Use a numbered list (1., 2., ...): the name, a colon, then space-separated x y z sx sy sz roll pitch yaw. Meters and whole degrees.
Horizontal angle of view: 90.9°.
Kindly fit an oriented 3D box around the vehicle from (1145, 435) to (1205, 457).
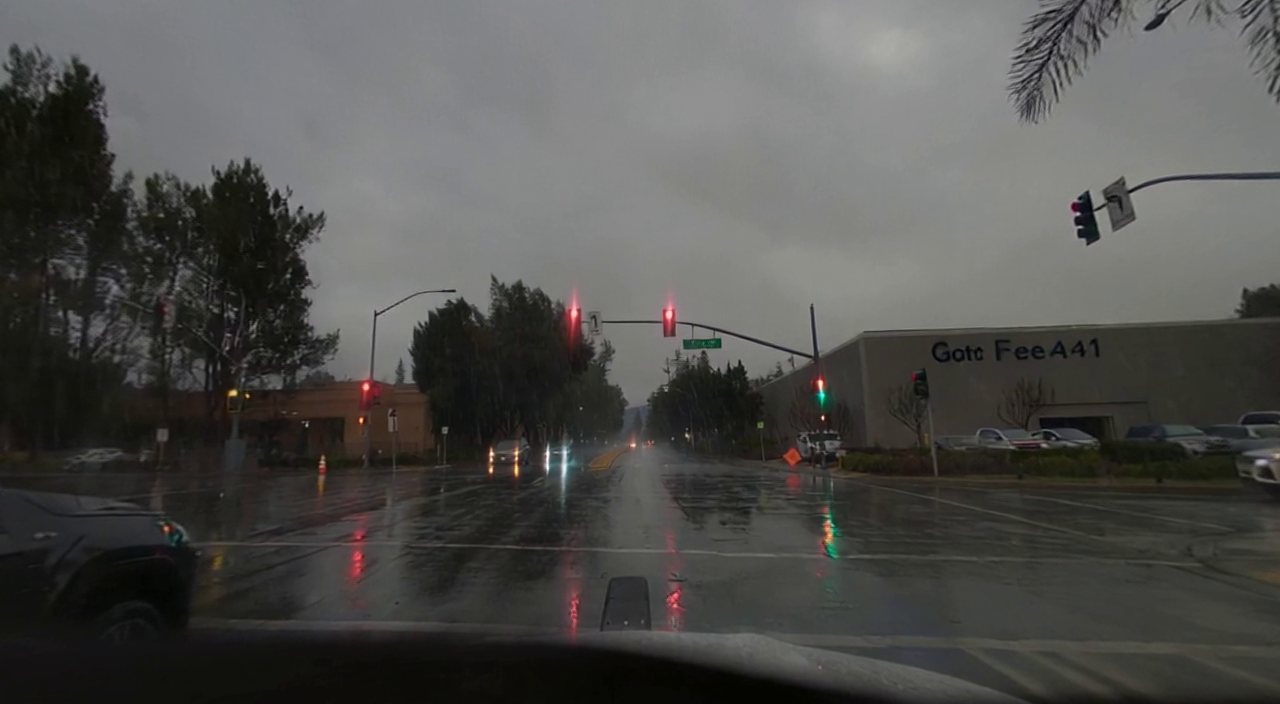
1. vehicle: 41.166 7.284 48.627 1.767 1.456 4.191 -4 -11 15

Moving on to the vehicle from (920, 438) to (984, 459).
1. vehicle: 21.467 6.650 43.374 3.576 1.425 1.702 2 -9 -12

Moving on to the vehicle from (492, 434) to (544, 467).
1. vehicle: -7.161 5.850 37.457 2.081 1.818 4.782 0 -8 1

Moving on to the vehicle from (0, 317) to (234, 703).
1. vehicle: -3.451 0.621 1.444 2.000 1.789 4.638 0 -8 -2

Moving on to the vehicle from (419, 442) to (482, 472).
1. vehicle: -10.632 5.907 35.695 2.041 1.548 4.868 0 -8 0

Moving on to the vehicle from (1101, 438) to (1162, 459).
1. vehicle: 38.487 7.555 49.506 1.837 1.514 4.786 -2 -9 13
